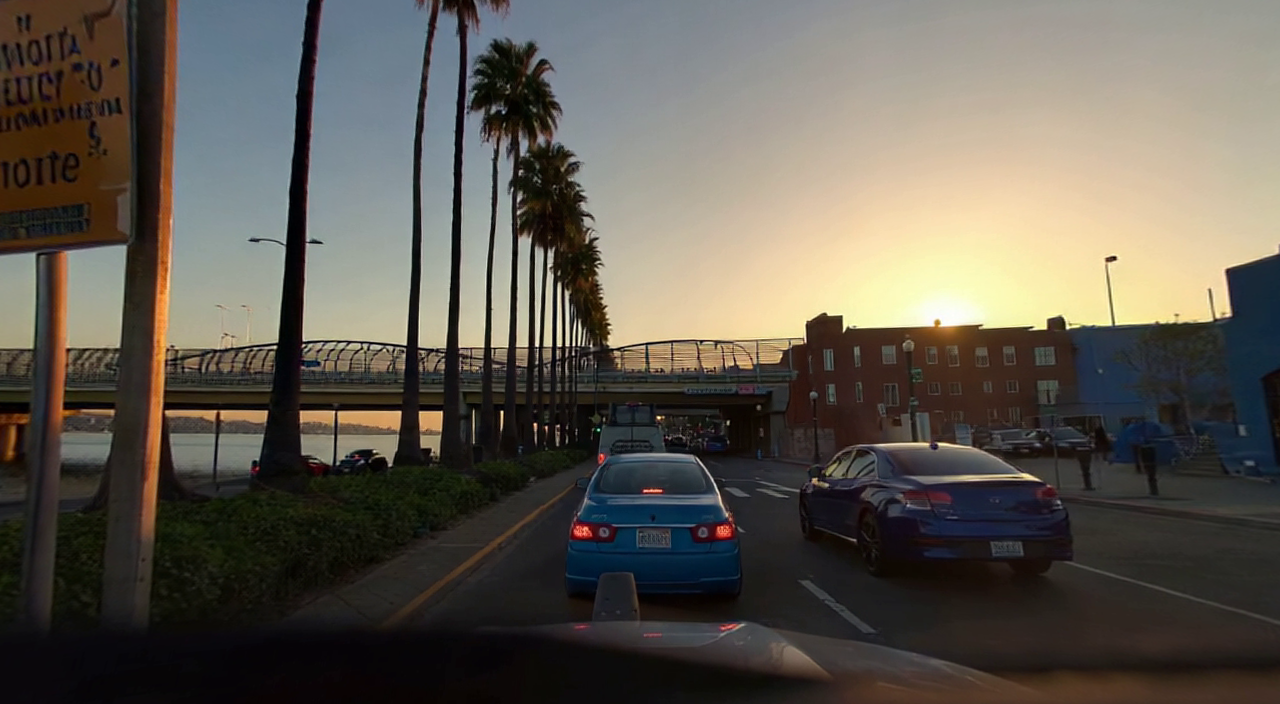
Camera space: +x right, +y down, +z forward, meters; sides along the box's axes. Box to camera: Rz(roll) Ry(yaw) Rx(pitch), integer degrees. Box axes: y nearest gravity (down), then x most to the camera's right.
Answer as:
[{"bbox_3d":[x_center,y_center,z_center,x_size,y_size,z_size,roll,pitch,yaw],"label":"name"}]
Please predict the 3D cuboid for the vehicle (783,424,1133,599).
[{"bbox_3d":[3.260,1.715,7.729,1.920,1.490,4.417,0,-9,-1],"label":"vehicle"}]

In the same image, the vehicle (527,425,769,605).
[{"bbox_3d":[0.057,1.669,7.280,2.048,1.503,3.681,0,-9,0],"label":"vehicle"}]

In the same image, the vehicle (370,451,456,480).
[{"bbox_3d":[-14.956,7.468,41.684,4.852,1.802,2.104,-1,-9,8],"label":"vehicle"}]
